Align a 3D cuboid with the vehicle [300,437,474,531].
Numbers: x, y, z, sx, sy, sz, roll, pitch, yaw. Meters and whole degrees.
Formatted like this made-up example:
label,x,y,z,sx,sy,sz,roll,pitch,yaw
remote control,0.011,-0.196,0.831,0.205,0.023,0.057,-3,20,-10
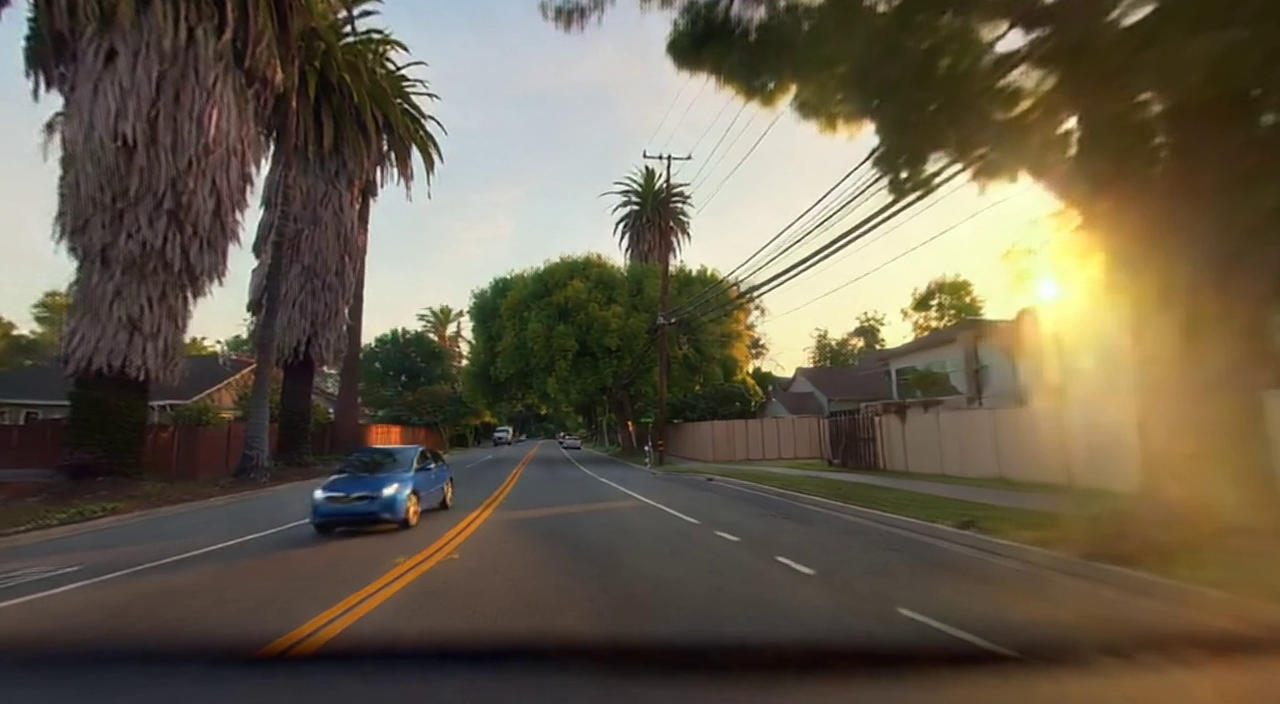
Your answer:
label,x,y,z,sx,sy,sz,roll,pitch,yaw
vehicle,-4.759,2.505,12.713,2.061,1.510,4.457,1,-8,-6
